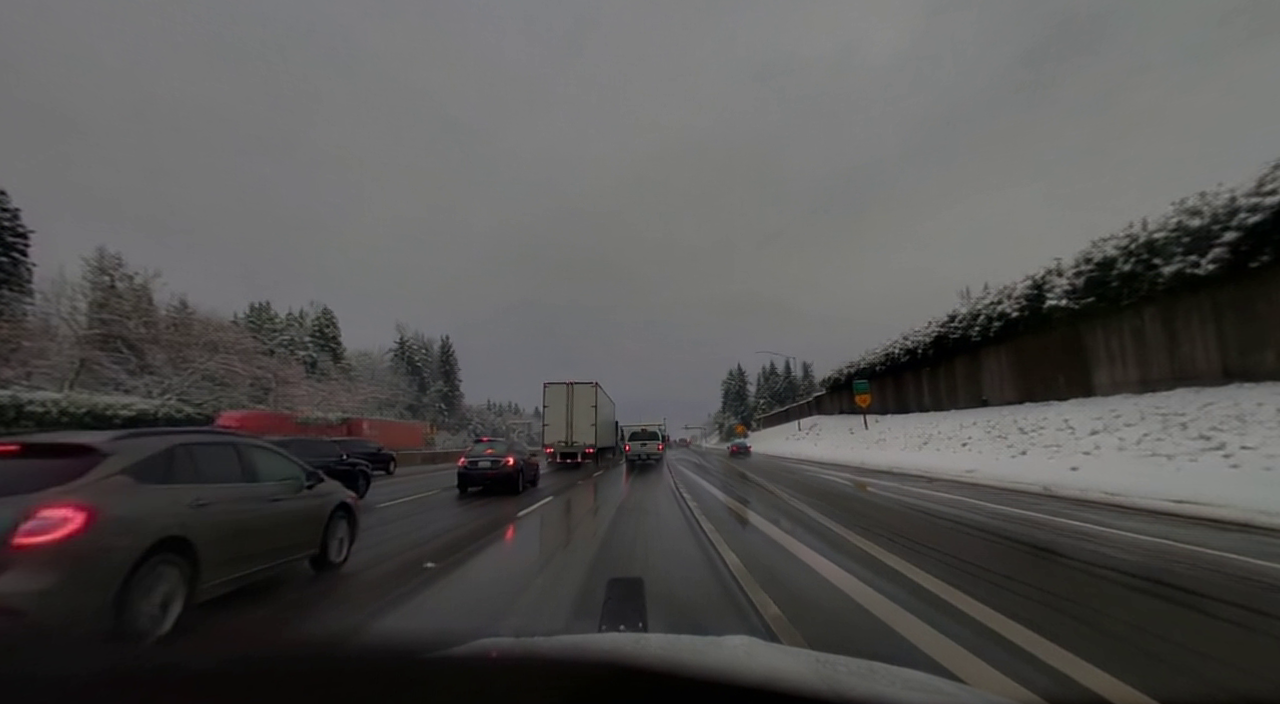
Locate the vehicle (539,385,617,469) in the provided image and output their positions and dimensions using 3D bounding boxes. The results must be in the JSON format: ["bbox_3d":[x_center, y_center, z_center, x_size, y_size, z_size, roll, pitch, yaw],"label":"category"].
[{"bbox_3d":[-3.611,5.318,41.950,3.348,4.469,16.443,0,-9,1],"label":"vehicle"}]

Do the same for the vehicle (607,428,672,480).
[{"bbox_3d":[-0.013,3.998,24.887,2.325,1.864,4.128,0,-8,0],"label":"vehicle"}]

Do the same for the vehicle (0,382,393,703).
[{"bbox_3d":[-3.772,1.206,4.712,1.866,1.568,4.603,0,-8,2],"label":"vehicle"}]

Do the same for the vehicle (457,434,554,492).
[{"bbox_3d":[-4.080,3.428,19.797,2.124,1.627,3.863,0,-8,1],"label":"vehicle"}]
